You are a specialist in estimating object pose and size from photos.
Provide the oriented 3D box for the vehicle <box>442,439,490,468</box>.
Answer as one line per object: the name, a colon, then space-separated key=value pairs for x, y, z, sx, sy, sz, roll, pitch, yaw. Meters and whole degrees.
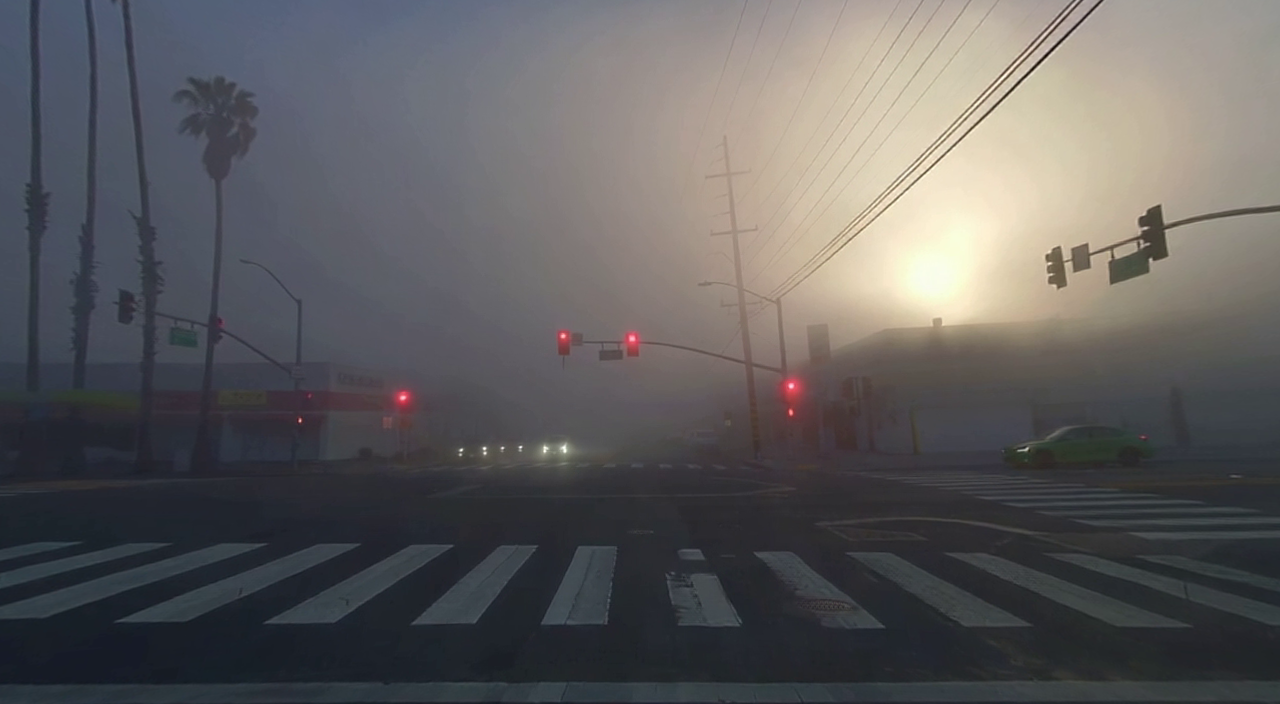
vehicle: x=-11.988 y=6.990 z=43.798 sx=2.016 sy=1.717 sz=4.287 roll=0 pitch=-6 yaw=1

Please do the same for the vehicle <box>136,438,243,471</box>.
vehicle: x=-25.926 y=5.925 z=36.458 sx=4.613 sy=1.820 sz=2.021 roll=-1 pitch=-9 yaw=3

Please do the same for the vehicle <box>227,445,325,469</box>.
vehicle: x=-22.325 y=6.437 z=38.833 sx=4.849 sy=1.444 sz=1.881 roll=0 pitch=-8 yaw=1

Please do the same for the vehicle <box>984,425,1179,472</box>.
vehicle: x=14.578 y=3.221 z=21.157 sx=4.918 sy=1.479 sz=1.897 roll=-1 pitch=-9 yaw=7
